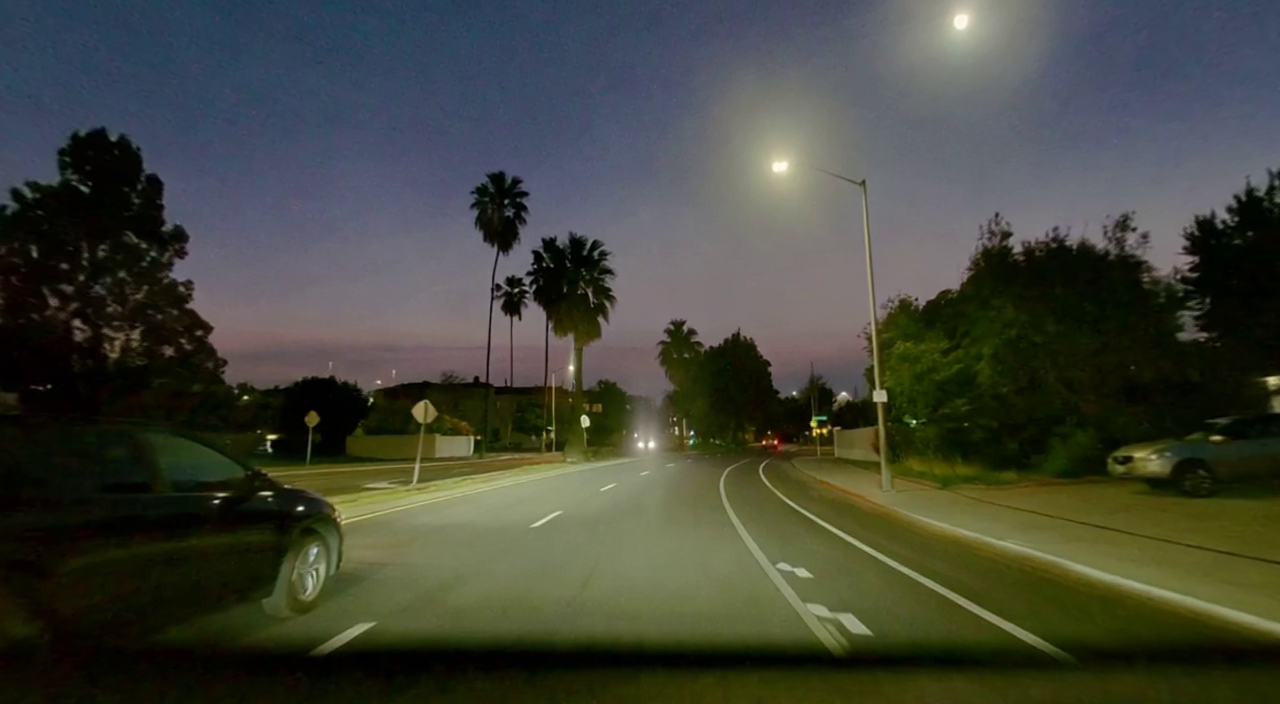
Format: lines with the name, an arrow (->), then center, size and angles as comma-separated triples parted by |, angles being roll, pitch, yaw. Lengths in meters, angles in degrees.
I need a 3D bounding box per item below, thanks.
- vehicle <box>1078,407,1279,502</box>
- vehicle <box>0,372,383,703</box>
vehicle -> 12.220, 2.099, 13.040 | 4.620, 1.782, 2.139 | 0, -9, 2
vehicle -> -3.486, 0.966, 3.333 | 2.075, 1.498, 4.730 | 0, -9, 3
